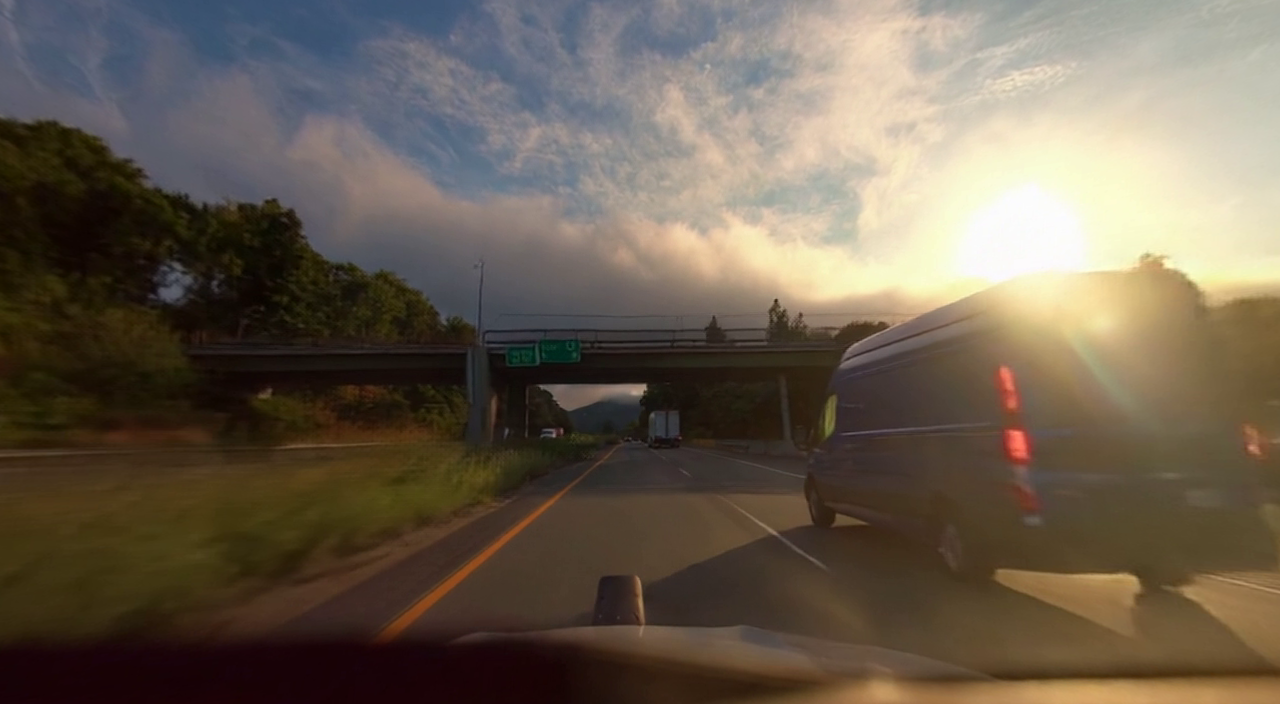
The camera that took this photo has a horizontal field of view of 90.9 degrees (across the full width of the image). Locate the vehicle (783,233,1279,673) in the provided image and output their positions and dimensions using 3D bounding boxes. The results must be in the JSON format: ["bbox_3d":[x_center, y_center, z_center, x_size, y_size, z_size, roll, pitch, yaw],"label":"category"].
[{"bbox_3d":[3.614,0.951,6.799,2.570,2.596,6.082,0,-8,-1],"label":"vehicle"}]
